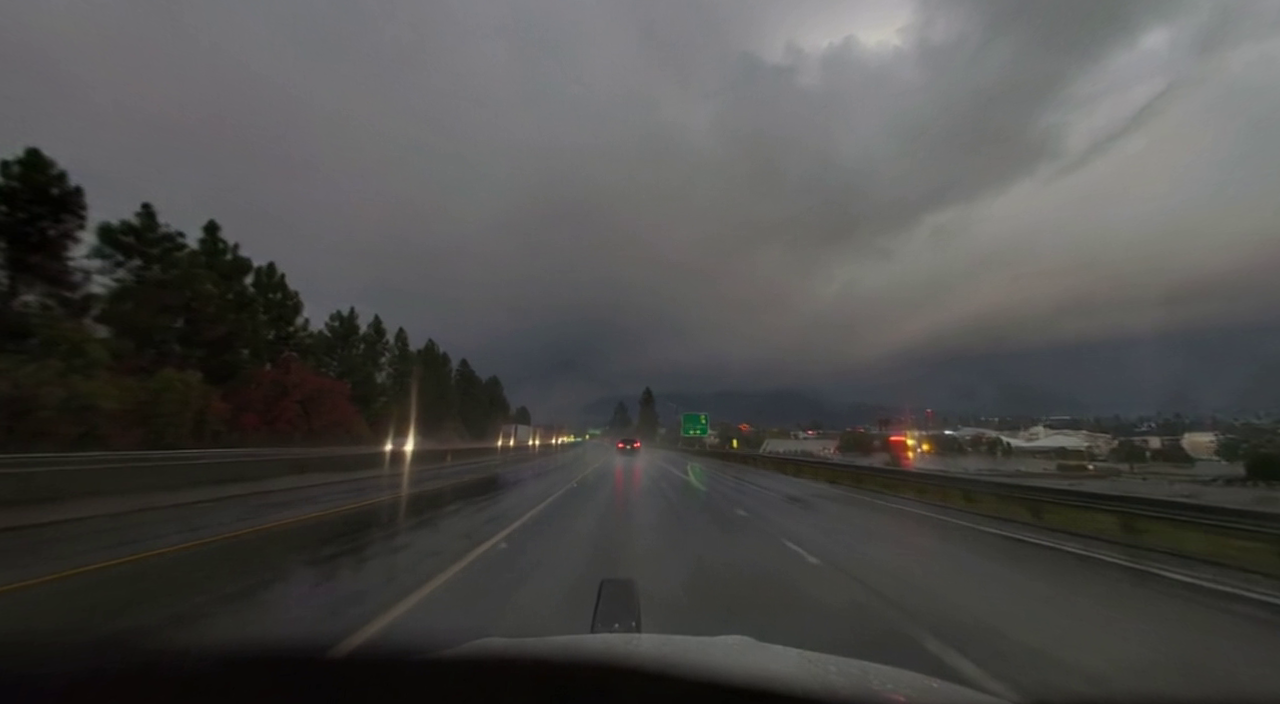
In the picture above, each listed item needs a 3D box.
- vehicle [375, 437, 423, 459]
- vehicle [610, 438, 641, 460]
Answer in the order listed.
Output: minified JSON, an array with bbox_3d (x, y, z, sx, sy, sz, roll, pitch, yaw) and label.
[{"bbox_3d":[-16.976,6.764,44.537,1.913,1.476,4.020,0,-8,-1],"label":"vehicle"},{"bbox_3d":[-1.035,6.844,44.553,2.099,1.504,3.843,0,-8,-2],"label":"vehicle"}]
